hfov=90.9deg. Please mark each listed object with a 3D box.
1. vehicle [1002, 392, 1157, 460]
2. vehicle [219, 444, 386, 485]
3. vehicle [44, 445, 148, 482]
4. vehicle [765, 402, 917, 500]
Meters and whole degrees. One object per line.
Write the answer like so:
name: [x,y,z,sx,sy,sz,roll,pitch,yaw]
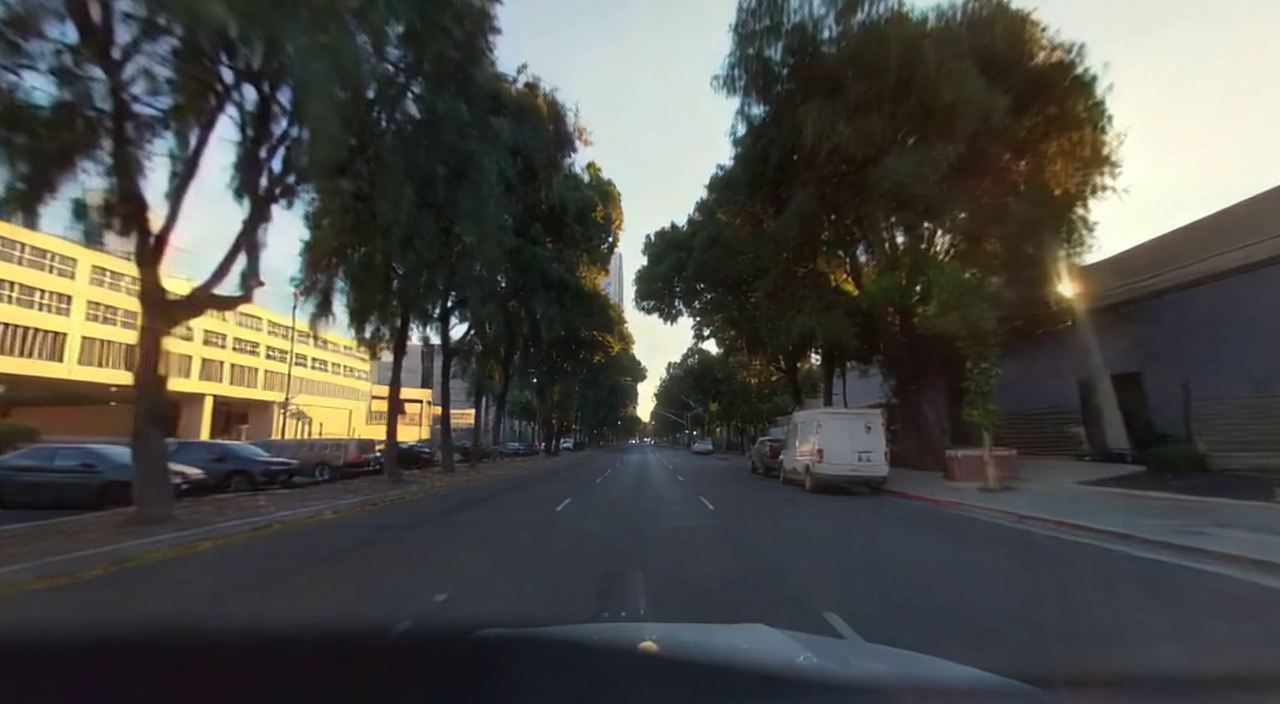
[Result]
vehicle: [19.076,3.336,27.921,2.341,2.648,6.024,1,-8,-1]
vehicle: [-13.014,4.362,24.572,5.269,1.491,2.133,-1,-8,2]
vehicle: [-25.600,5.195,29.901,1.982,1.565,4.910,3,-9,-19]
vehicle: [5.799,3.000,19.418,2.596,2.509,6.178,0,-8,0]
